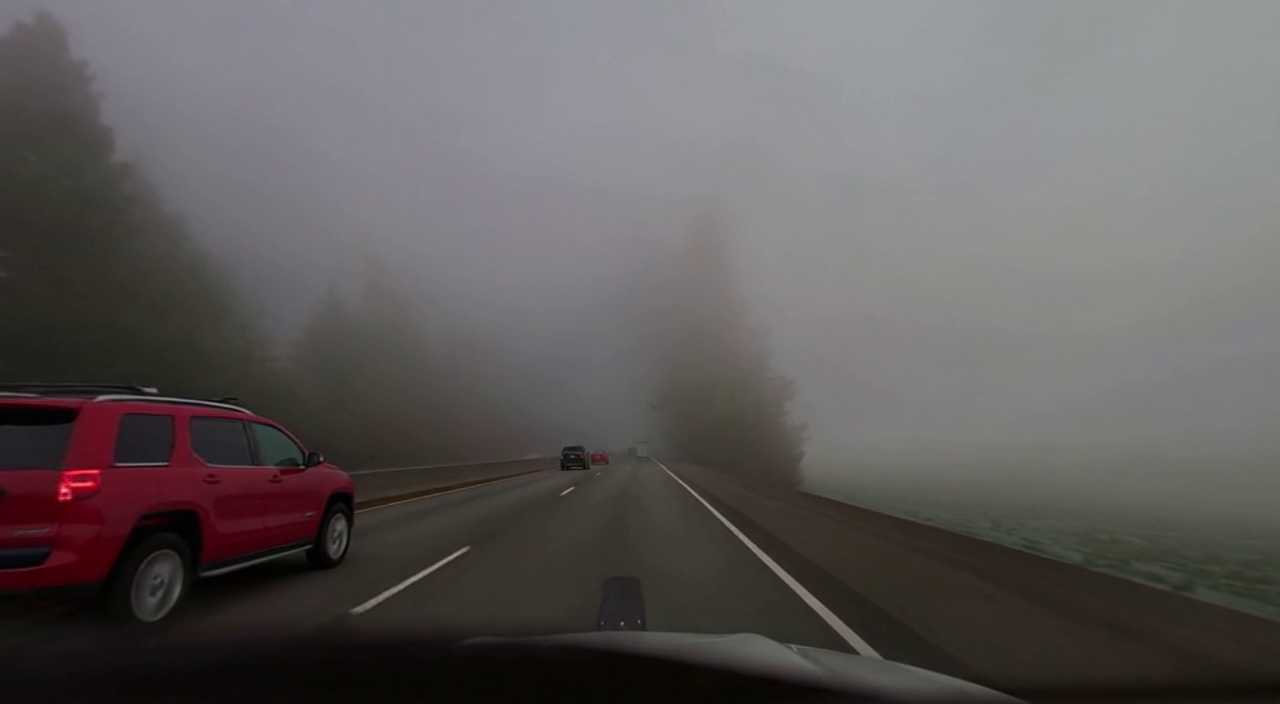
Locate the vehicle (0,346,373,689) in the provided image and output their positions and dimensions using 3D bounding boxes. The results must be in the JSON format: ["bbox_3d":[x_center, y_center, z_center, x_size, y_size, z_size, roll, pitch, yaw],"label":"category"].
[{"bbox_3d":[-4.634,1.290,5.944,2.102,1.941,4.703,0,-9,1],"label":"vehicle"}]

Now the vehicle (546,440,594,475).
[{"bbox_3d":[-3.812,5.886,35.180,2.056,1.811,4.202,-1,-9,2],"label":"vehicle"}]
